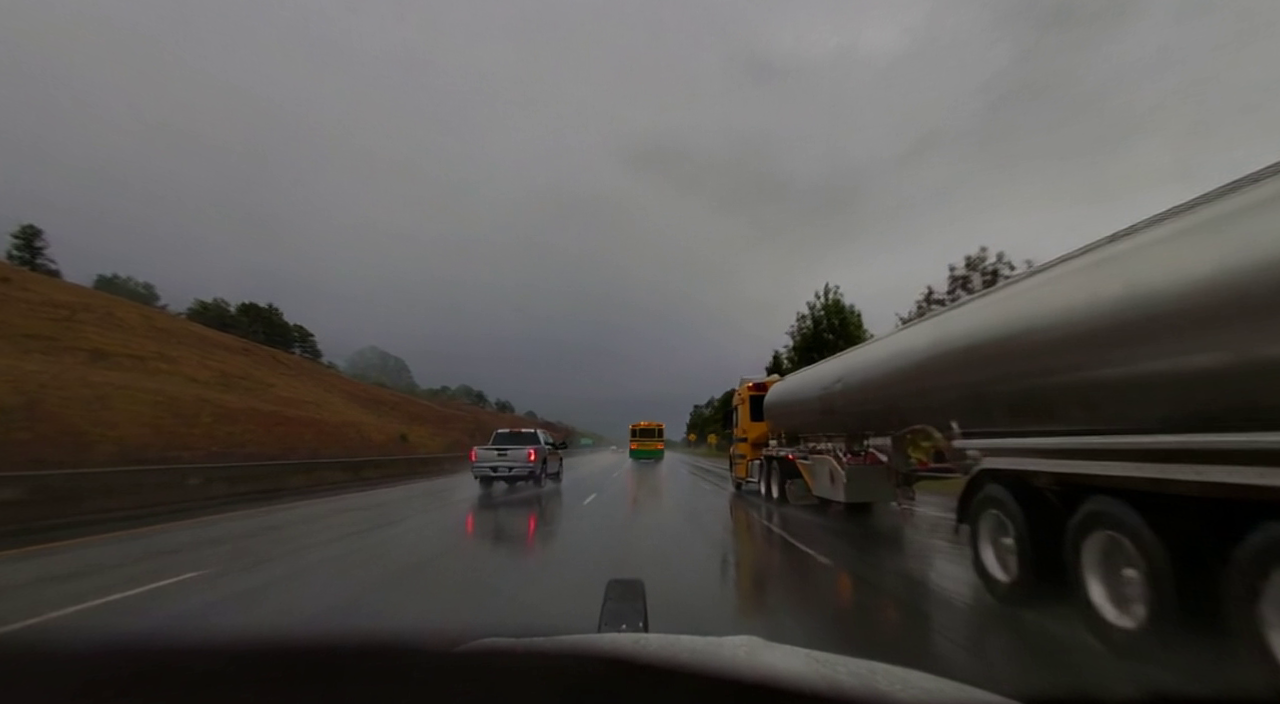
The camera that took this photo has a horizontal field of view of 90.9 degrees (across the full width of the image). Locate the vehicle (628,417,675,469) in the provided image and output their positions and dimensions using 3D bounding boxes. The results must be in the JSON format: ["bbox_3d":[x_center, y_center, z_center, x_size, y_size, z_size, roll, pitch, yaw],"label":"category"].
[{"bbox_3d":[0.711,6.566,45.478,2.948,3.265,10.569,0,-8,0],"label":"vehicle"}]

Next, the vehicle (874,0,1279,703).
[{"bbox_3d":[4.395,0.147,4.577,2.716,3.705,7.018,0,-8,1],"label":"vehicle"}]

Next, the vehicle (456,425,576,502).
[{"bbox_3d":[-3.416,3.230,18.806,2.241,1.927,5.833,0,-8,1],"label":"vehicle"}]
